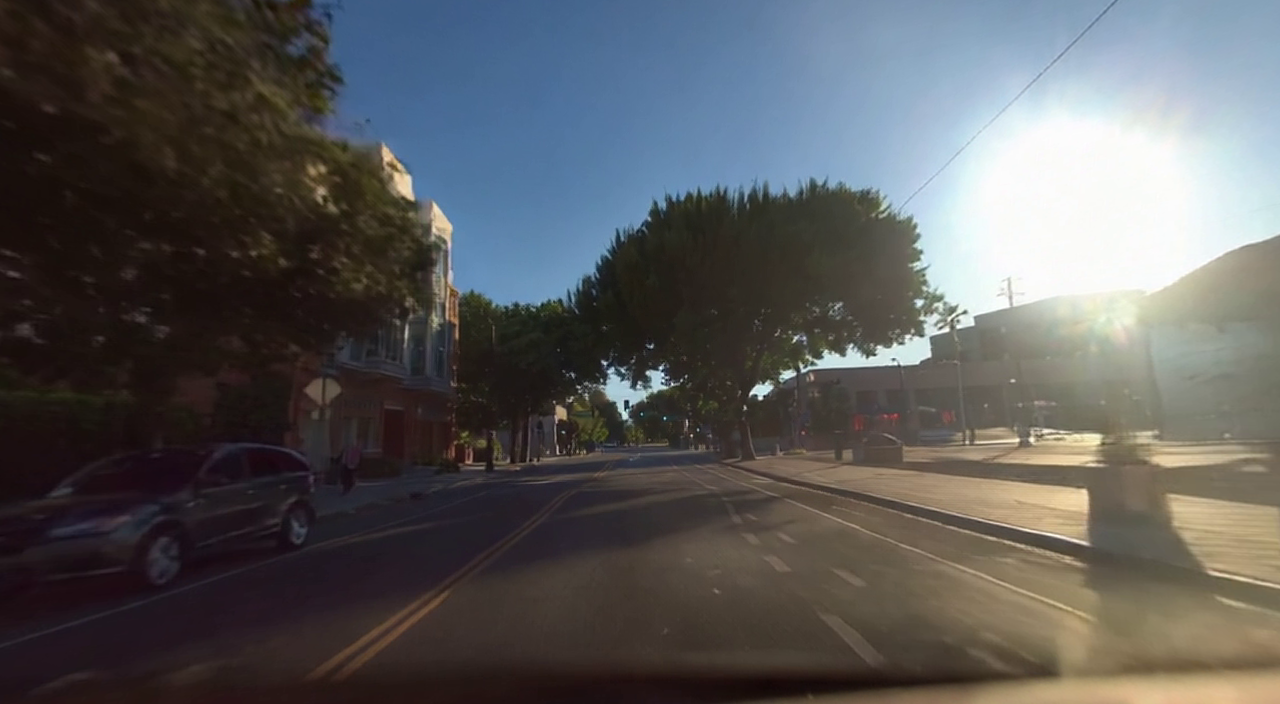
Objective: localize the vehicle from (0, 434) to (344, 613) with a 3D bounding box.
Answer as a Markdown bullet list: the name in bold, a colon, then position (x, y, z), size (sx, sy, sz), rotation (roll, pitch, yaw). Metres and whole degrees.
- **vehicle**: position (-6.325, 2.009, 8.617), size (2.147, 1.701, 4.879), rotation (0, -8, 1)
